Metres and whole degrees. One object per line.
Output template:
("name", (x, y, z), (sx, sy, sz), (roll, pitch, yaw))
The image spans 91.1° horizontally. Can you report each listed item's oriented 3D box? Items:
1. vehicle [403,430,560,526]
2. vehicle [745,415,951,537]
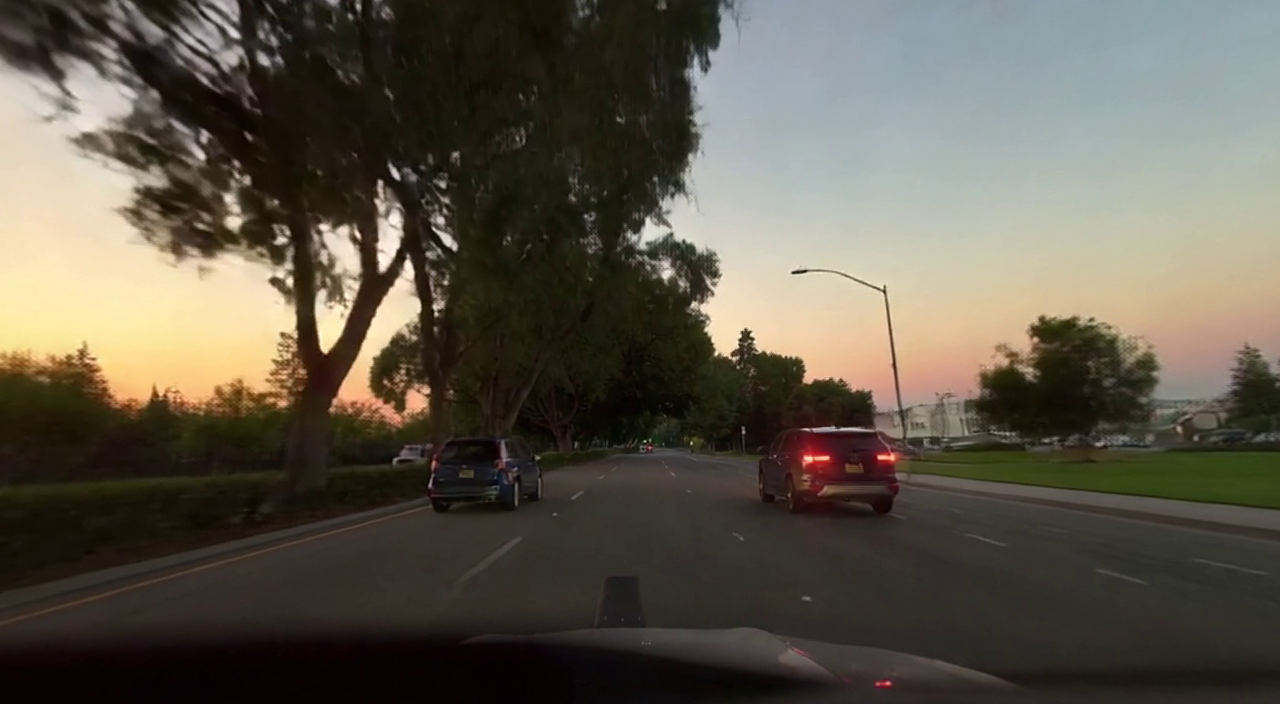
("vehicle", (-3.009, 2.496, 13.025), (2.025, 1.635, 4.293), (0, -8, 2))
("vehicle", (3.472, 2.195, 11.787), (2.087, 1.759, 5.040), (0, -8, -1))
